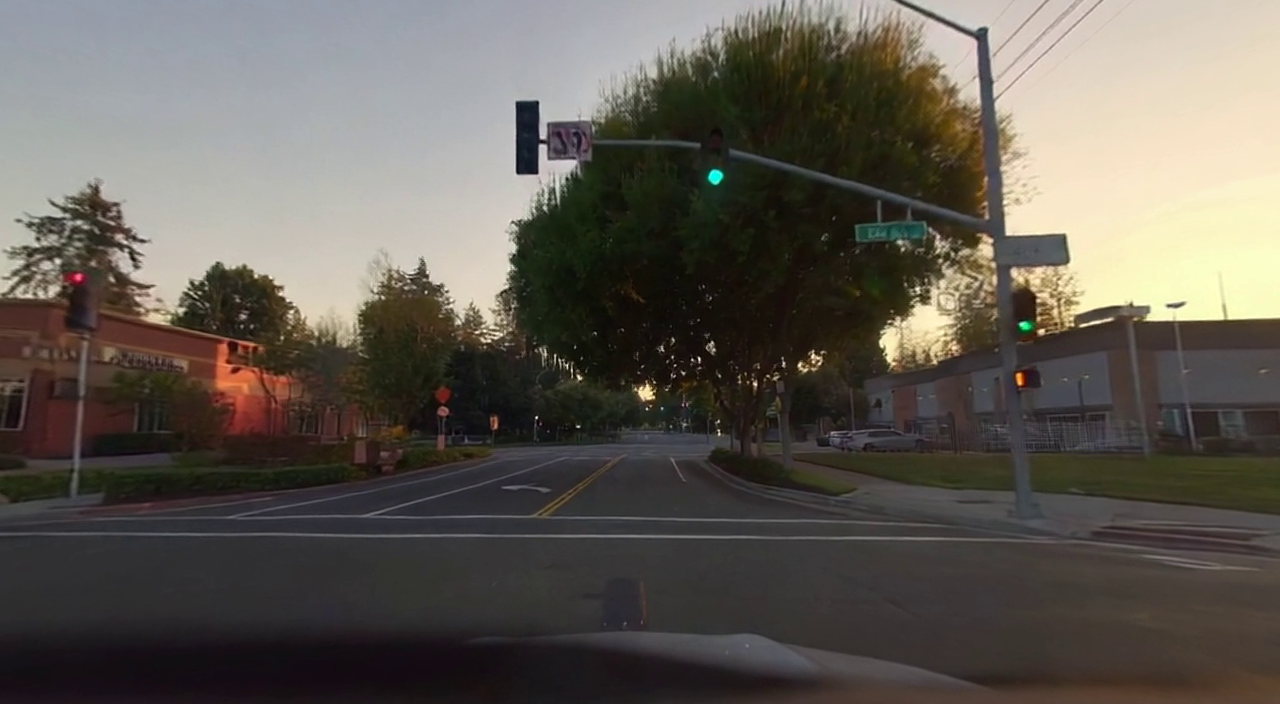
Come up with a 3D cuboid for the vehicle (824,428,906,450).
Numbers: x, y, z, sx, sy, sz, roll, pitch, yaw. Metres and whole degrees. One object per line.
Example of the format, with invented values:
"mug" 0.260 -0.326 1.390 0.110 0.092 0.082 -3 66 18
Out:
"vehicle" 14.832 5.764 41.749 4.693 1.437 1.799 0 -8 3
